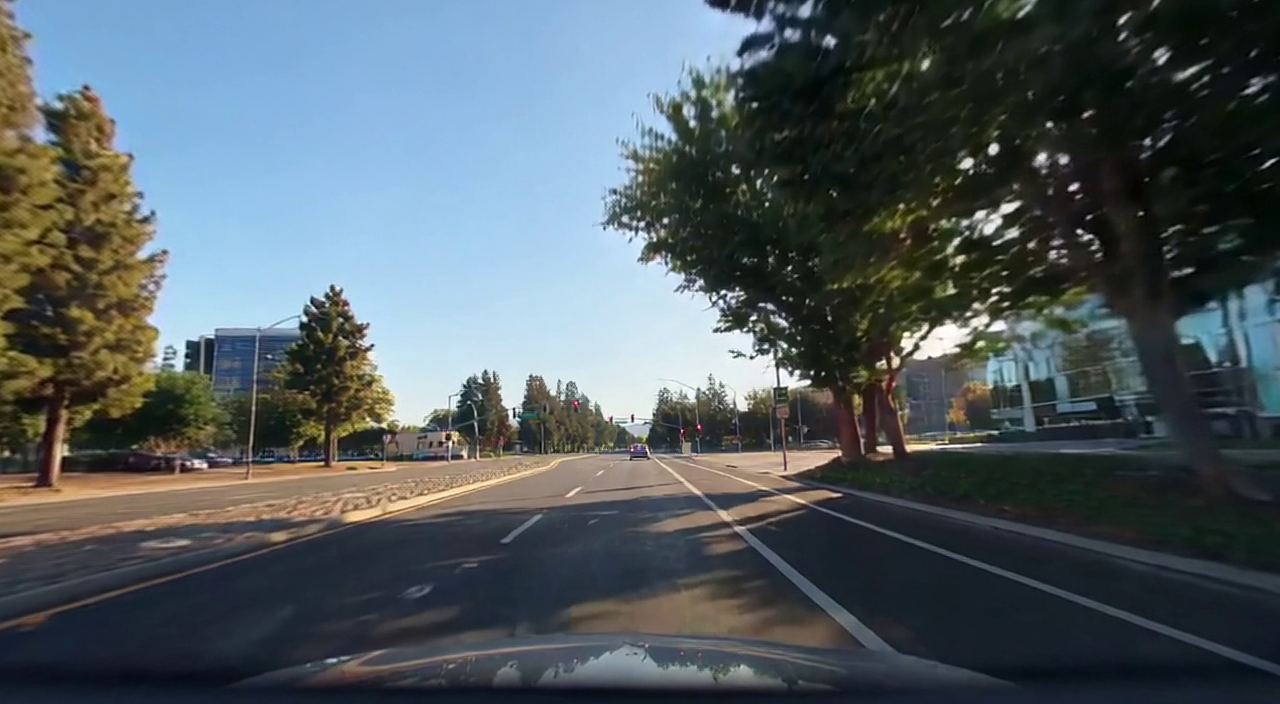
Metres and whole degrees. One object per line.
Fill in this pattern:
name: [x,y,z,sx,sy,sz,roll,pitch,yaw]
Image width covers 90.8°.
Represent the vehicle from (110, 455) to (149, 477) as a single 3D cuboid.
vehicle: [-38.837,8.612,48.024,3.778,1.445,1.746,-6,-11,44]
